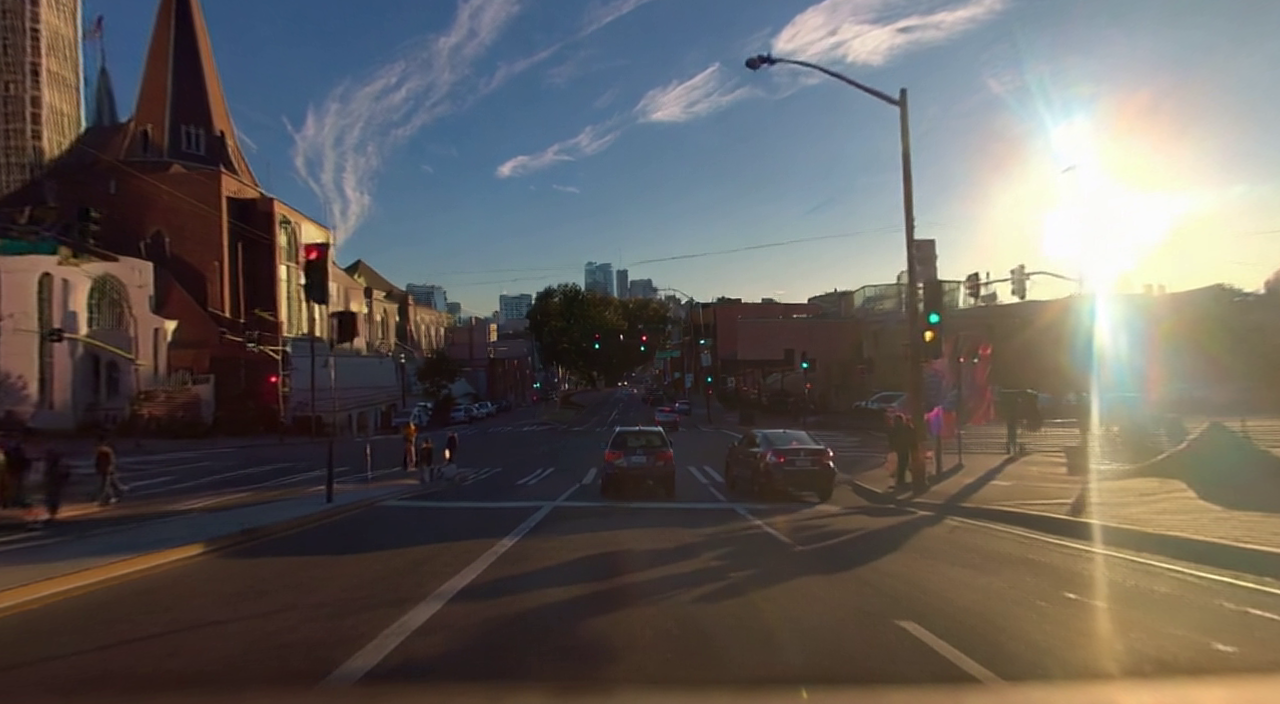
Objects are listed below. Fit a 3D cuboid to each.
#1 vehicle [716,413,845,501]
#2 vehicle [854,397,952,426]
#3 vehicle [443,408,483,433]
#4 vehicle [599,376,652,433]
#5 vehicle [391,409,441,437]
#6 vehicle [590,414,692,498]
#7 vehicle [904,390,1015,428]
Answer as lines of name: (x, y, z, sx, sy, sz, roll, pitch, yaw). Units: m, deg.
vehicle: (3.400, 2.553, 16.293, 2.080, 1.735, 4.650, 3, -5, -2)
vehicle: (14.564, 3.307, 35.172, 4.488, 1.475, 2.083, 0, -8, -3)
vehicle: (-13.663, 5.352, 48.990, 2.069, 1.790, 4.358, 1, -9, -3)
vehicle: (-1.050, 3.267, 39.413, 2.930, 3.209, 8.154, 0, -5, -3)
vehicle: (-16.639, 5.379, 47.190, 1.969, 1.896, 5.404, 1, -9, -3)
vehicle: (-0.034, 2.440, 15.566, 2.168, 1.776, 4.135, 0, -6, -2)
vehicle: (16.310, 2.895, 32.386, 4.512, 1.734, 2.143, -2, -4, -4)
